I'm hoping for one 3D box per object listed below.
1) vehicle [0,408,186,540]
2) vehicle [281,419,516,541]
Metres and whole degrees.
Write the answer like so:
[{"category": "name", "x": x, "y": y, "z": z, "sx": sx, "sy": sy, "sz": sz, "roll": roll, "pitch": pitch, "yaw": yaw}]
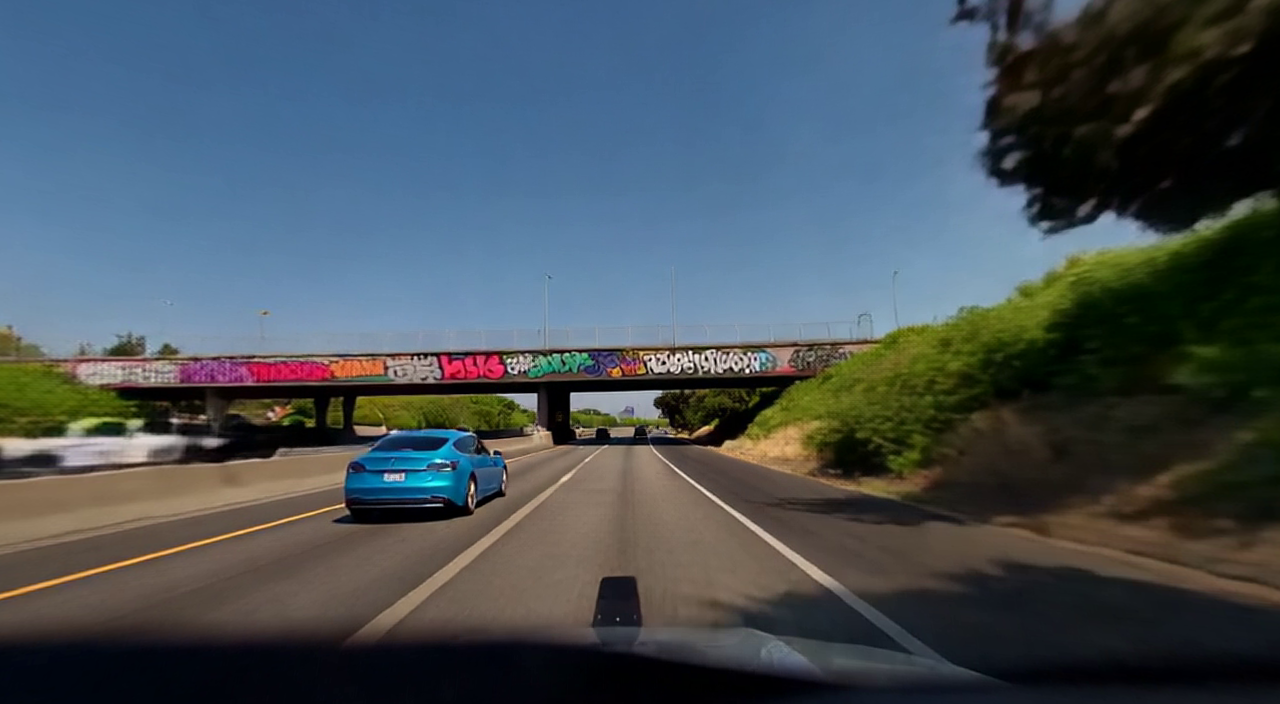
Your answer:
[{"category": "vehicle", "x": -9.297, "y": 1.710, "z": 9.152, "sx": 2.140, "sy": 1.682, "sz": 4.426, "roll": 0, "pitch": -8, "yaw": -1}, {"category": "vehicle", "x": -3.542, "y": 1.943, "z": 10.404, "sx": 2.108, "sy": 1.555, "sz": 4.574, "roll": 0, "pitch": -7, "yaw": -1}]
